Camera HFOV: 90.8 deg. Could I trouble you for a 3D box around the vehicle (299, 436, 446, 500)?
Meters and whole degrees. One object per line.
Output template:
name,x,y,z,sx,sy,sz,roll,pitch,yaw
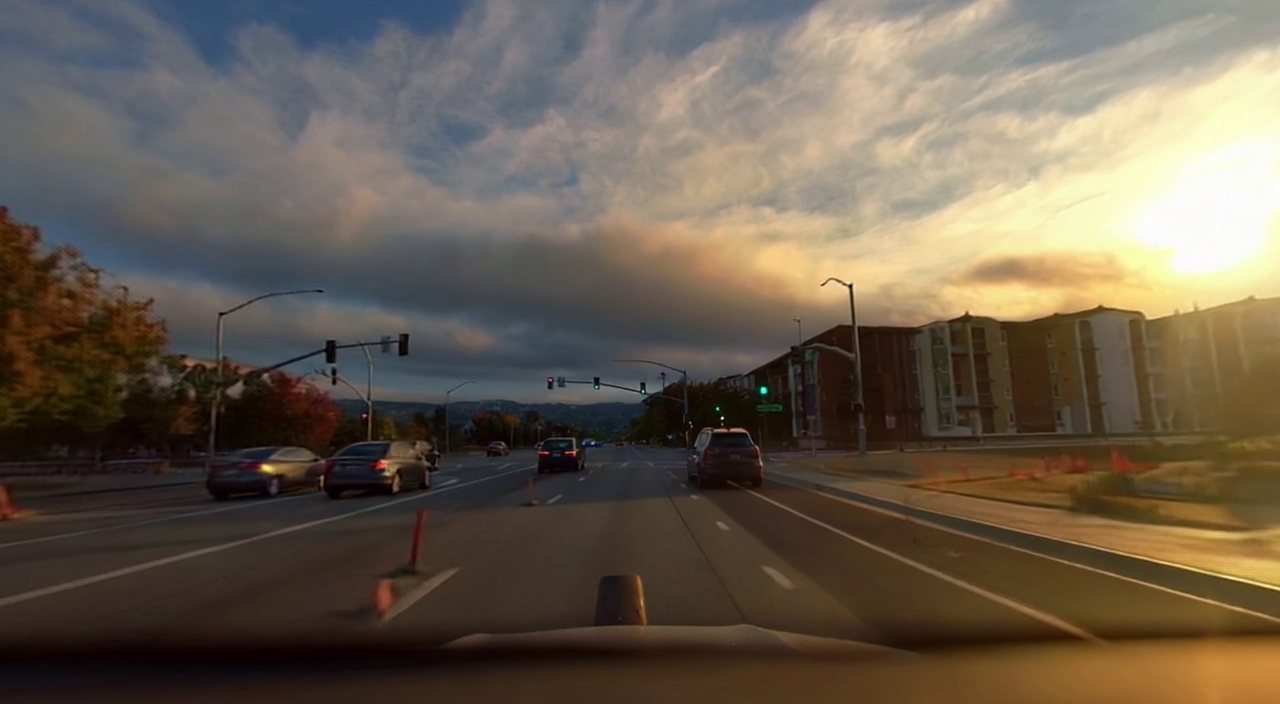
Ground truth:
vehicle,-7.069,3.091,17.336,1.928,1.488,4.635,0,-8,1

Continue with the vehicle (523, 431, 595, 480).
vehicle,-2.893,3.822,23.535,2.121,1.654,3.993,0,-8,1

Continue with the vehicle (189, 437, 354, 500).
vehicle,-9.889,3.144,17.480,1.874,1.492,4.475,0,-8,0

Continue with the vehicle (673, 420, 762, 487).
vehicle,2.273,3.152,19.804,2.197,1.835,4.316,0,-8,-1

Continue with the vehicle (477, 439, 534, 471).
vehicle,-6.653,5.115,31.662,1.993,1.492,3.666,0,-8,1
